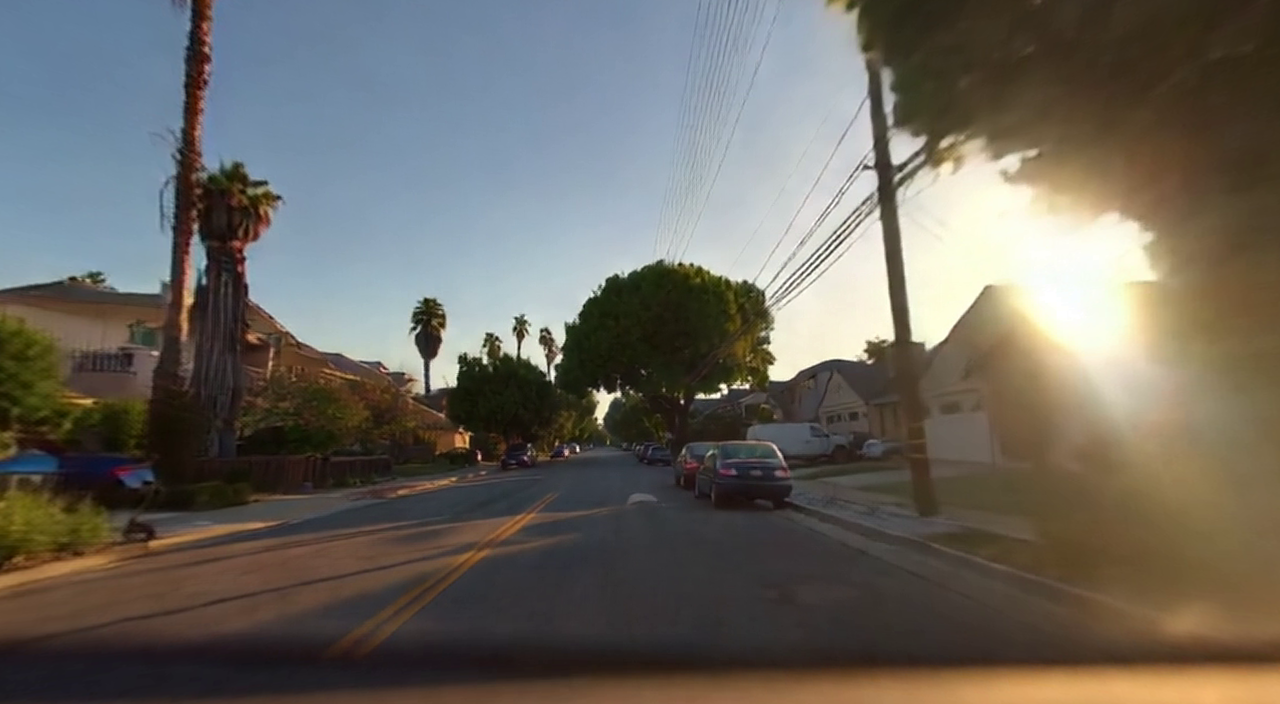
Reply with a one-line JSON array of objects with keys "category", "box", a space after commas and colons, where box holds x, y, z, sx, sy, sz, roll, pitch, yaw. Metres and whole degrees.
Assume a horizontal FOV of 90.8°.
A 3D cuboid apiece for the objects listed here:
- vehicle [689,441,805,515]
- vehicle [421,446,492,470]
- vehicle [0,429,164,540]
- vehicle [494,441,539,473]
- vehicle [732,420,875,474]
[{"category": "vehicle", "box": [2.335, 2.859, 14.855, 1.870, 1.490, 3.802, 0, -8, -3]}, {"category": "vehicle", "box": [-13.515, 7.838, 46.747, 4.529, 1.677, 2.204, 0, -8, -2]}, {"category": "vehicle", "box": [-12.157, 2.450, 12.121, 4.469, 1.883, 2.044, -1, -8, 5]}, {"category": "vehicle", "box": [-8.194, 7.076, 42.279, 2.156, 1.932, 4.518, -2, -11, -1]}, {"category": "vehicle", "box": [7.410, 4.389, 29.293, 5.900, 2.328, 2.603, 0, -8, 2]}]
